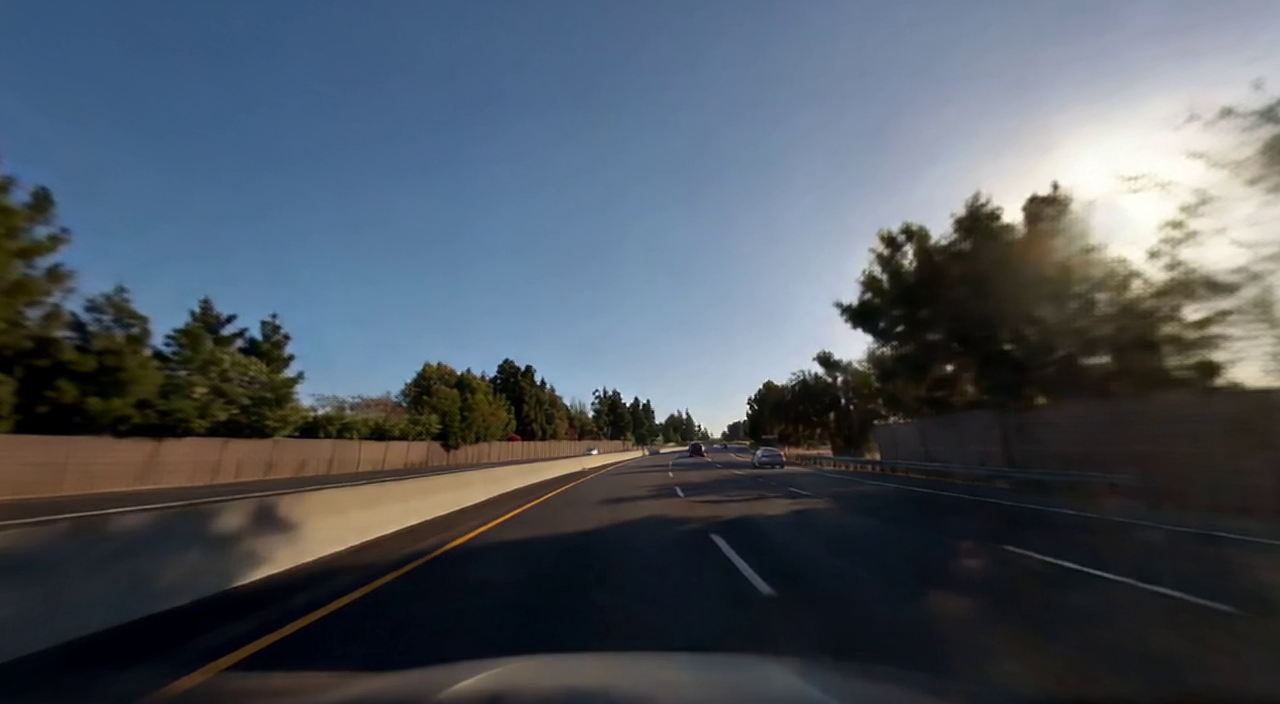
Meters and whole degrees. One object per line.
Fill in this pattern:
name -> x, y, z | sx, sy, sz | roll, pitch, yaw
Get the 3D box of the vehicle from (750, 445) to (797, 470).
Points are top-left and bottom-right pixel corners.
vehicle -> 8.496, 6.734, 40.429 | 1.983, 1.486, 4.545 | -1, -9, 0
